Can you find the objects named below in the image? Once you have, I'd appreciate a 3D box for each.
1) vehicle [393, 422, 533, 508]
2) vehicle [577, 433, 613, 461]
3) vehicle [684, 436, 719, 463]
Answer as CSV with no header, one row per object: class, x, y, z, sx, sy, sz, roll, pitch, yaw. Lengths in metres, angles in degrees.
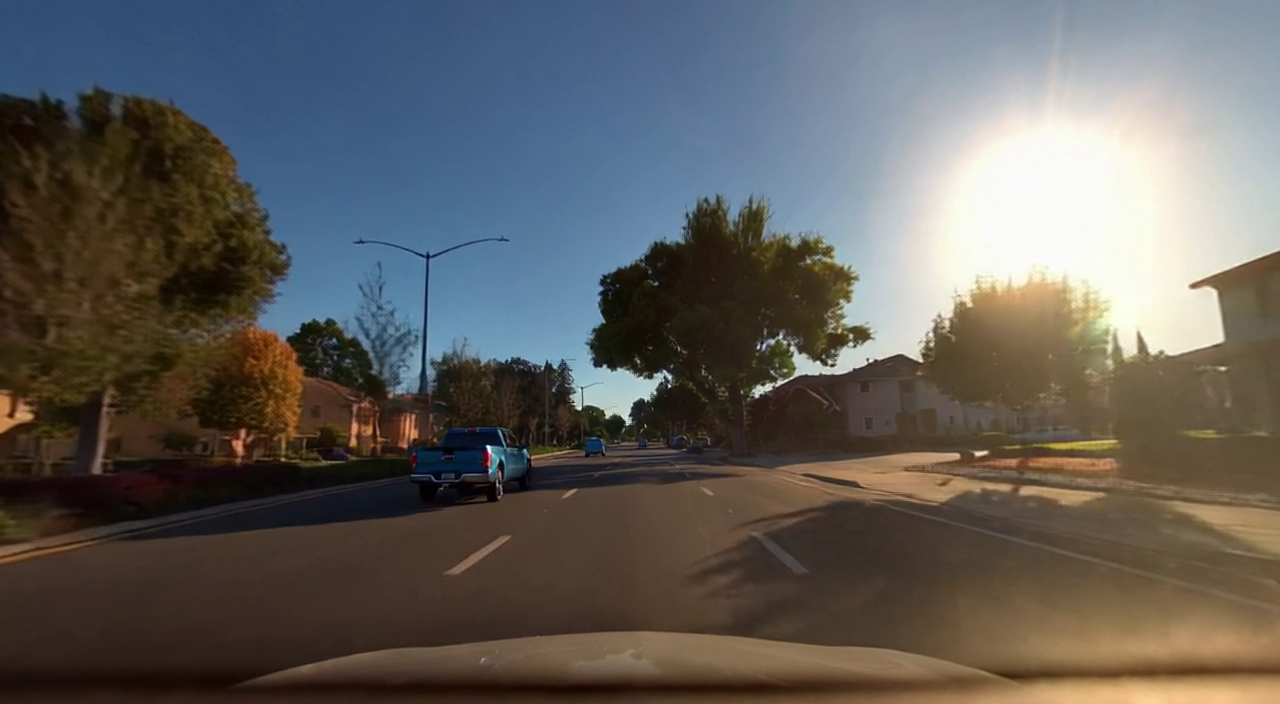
vehicle,-4.062,2.685,15.422,2.002,1.747,4.728,0,-8,0
vehicle,-3.347,7.168,47.685,2.230,1.987,4.385,0,-8,2
vehicle,4.140,6.661,42.994,2.016,1.736,4.356,0,-8,1
